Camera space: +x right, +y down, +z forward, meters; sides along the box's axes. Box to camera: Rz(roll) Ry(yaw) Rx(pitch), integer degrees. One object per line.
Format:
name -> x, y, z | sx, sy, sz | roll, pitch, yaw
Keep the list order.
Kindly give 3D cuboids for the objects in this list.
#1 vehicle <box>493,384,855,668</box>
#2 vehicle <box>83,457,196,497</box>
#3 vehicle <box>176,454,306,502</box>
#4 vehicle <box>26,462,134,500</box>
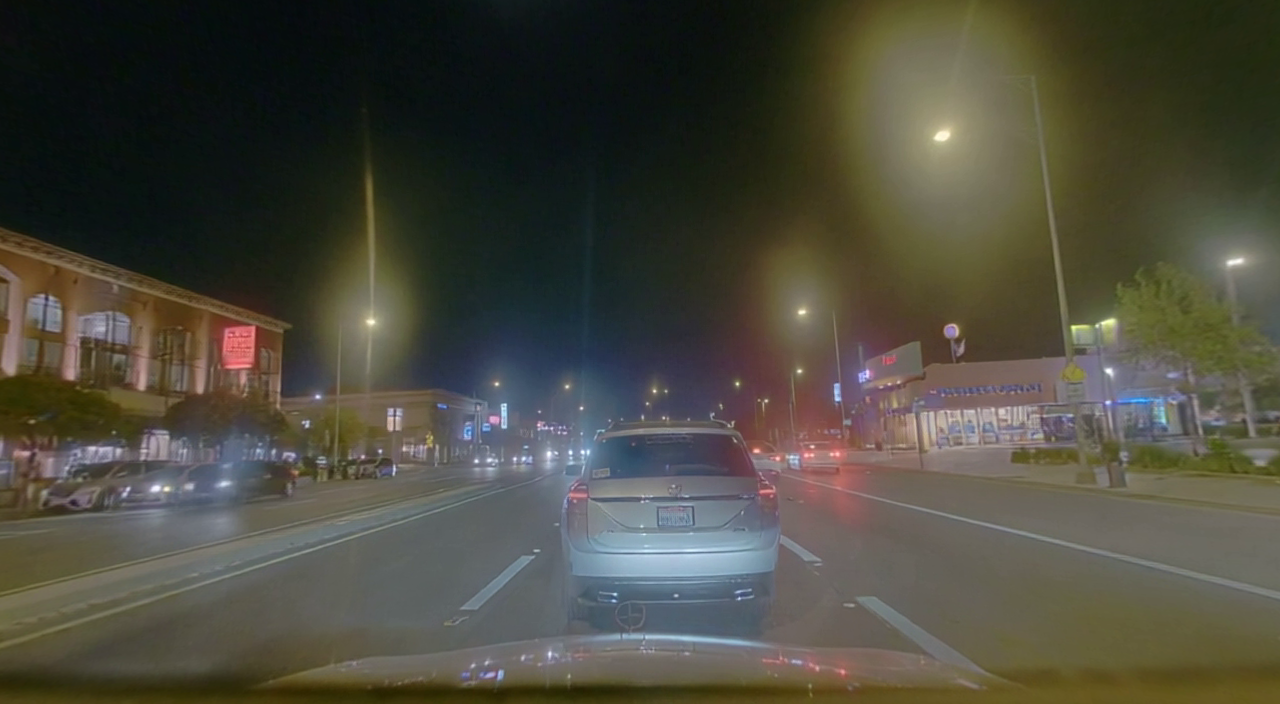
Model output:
vehicle -> 0.200, 1.310, 5.735 | 2.125, 1.669, 3.880 | 0, -8, 0
vehicle -> -25.843, 6.416, 32.845 | 2.026, 1.808, 4.835 | 0, -8, -2
vehicle -> -14.017, 4.423, 22.458 | 1.991, 1.486, 3.844 | 0, -8, 2
vehicle -> -28.661, 6.610, 32.444 | 2.018, 1.716, 4.042 | -1, -10, -5
